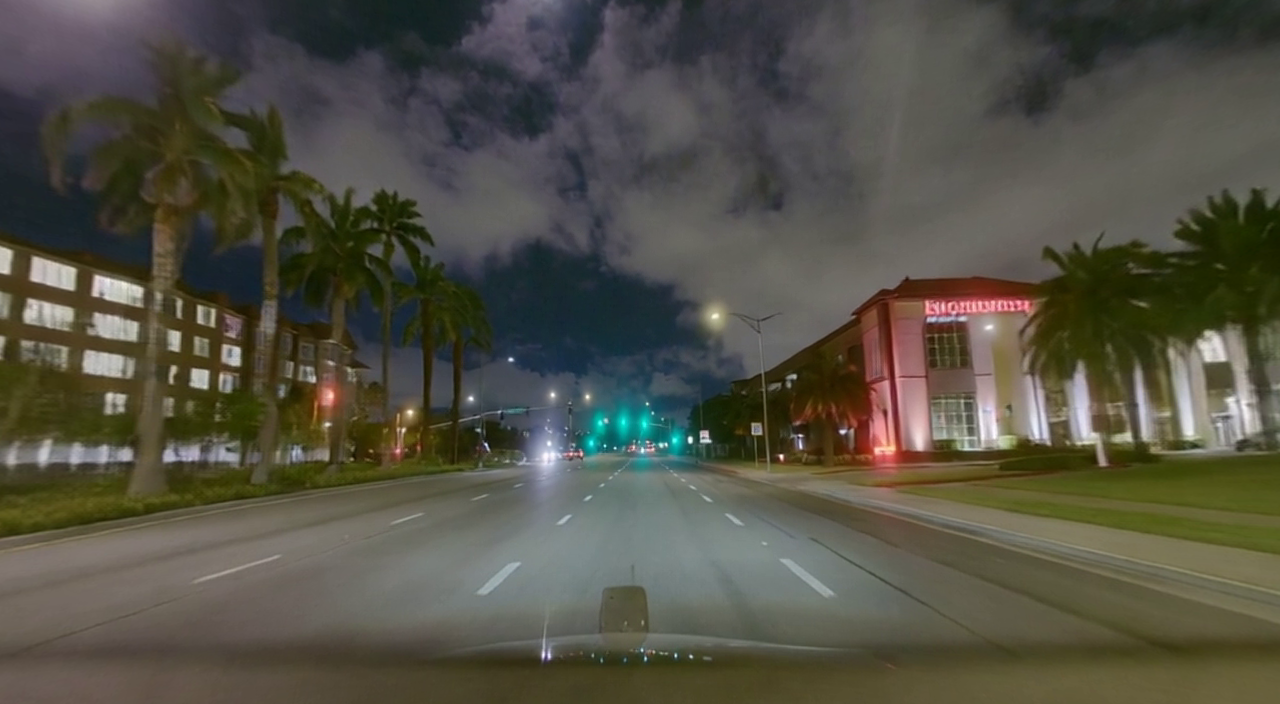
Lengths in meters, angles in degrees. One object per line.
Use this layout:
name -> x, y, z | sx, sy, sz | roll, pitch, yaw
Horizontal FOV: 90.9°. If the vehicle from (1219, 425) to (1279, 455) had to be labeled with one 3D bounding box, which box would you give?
vehicle -> 34.396, 4.731, 33.899 | 1.820, 1.571, 4.697 | 0, -9, -3
